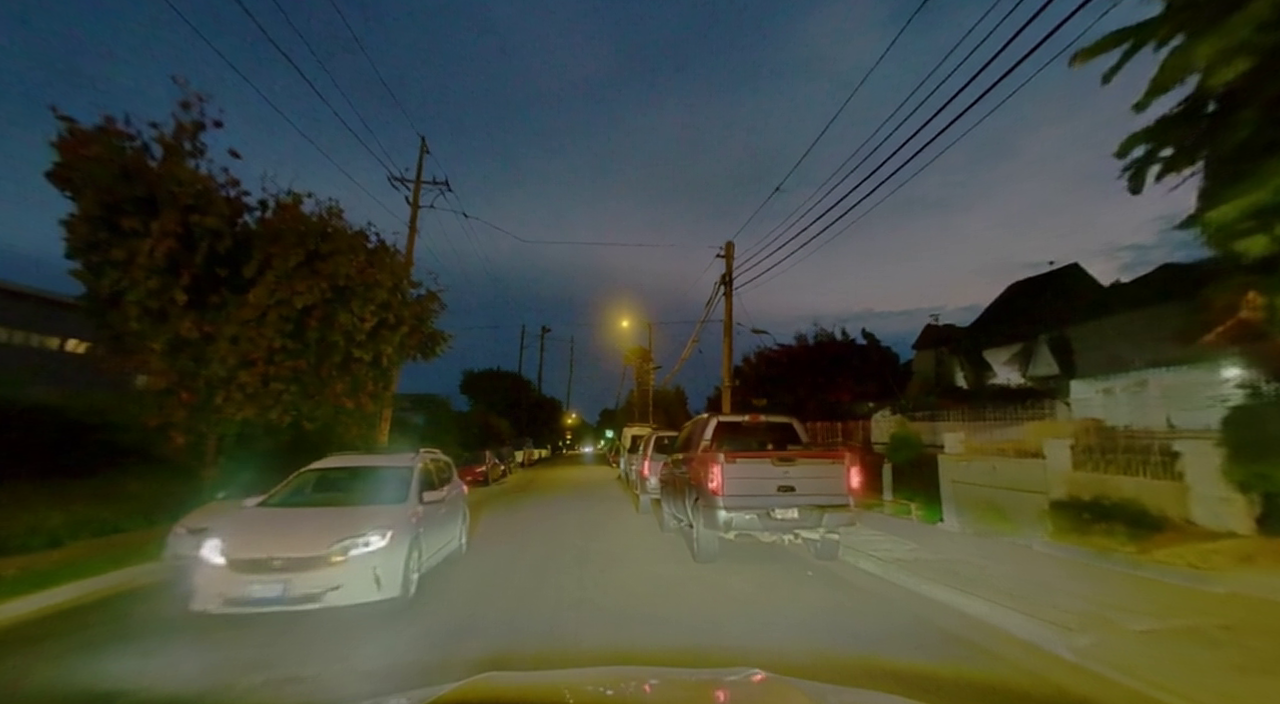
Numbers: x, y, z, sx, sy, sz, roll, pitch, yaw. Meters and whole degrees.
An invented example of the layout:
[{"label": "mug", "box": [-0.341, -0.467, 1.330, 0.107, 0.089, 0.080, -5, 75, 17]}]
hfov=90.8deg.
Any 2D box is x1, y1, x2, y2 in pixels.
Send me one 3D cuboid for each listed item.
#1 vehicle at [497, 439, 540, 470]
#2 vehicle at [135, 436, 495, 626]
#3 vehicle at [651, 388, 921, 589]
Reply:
[{"label": "vehicle", "box": [-8.186, 6.924, 42.953, 2.280, 1.953, 5.092, 0, -8, -4]}, {"label": "vehicle", "box": [-3.261, 1.851, 7.765, 2.060, 1.525, 4.876, 0, -8, -3]}, {"label": "vehicle", "box": [1.414, 1.600, 8.253, 2.032, 1.839, 4.597, 0, -8, -5]}]
